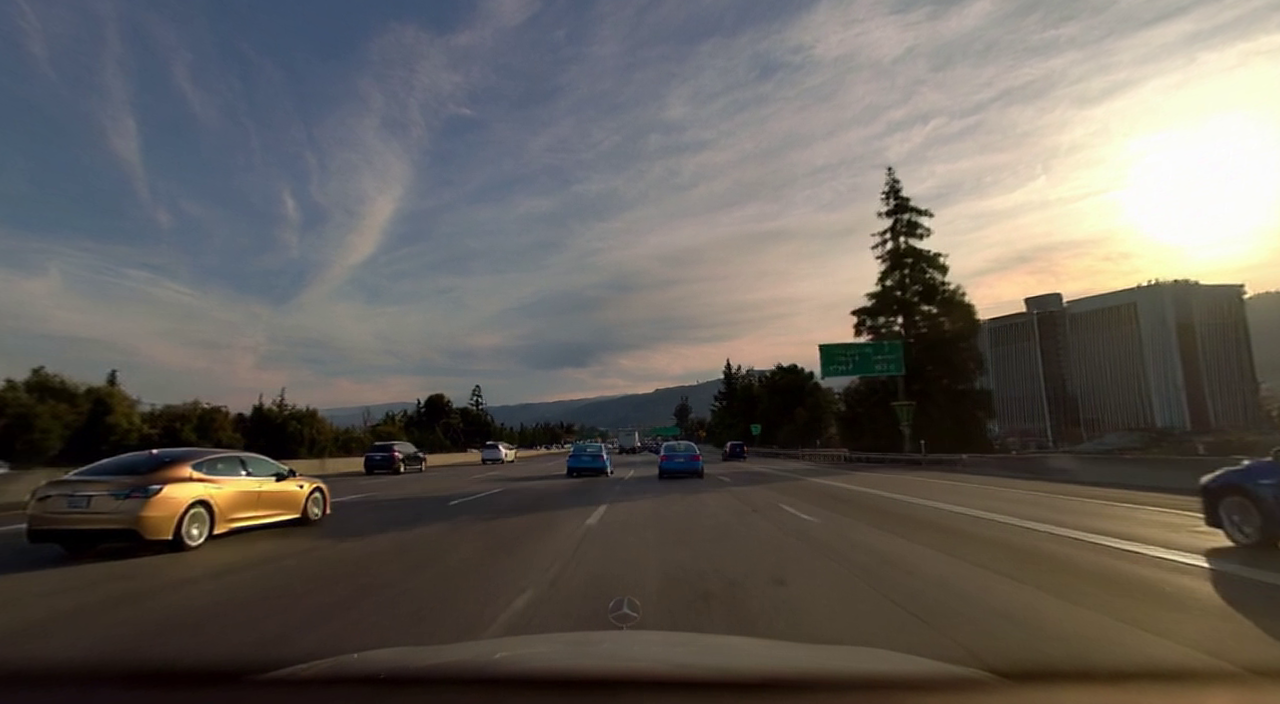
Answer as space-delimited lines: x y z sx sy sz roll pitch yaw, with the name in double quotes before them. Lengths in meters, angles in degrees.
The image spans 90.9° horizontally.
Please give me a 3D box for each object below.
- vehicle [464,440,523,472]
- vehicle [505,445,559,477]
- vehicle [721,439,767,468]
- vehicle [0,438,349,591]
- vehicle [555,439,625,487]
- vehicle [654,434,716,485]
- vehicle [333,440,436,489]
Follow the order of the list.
"vehicle" -8.920 6.359 38.849 2.186 1.851 5.085 -1 -8 3
"vehicle" -5.432 5.510 32.164 1.886 1.455 4.148 -1 -8 2
"vehicle" 6.545 6.414 40.059 2.071 1.754 4.484 0 -8 -1
"vehicle" -6.224 1.948 8.606 2.116 1.473 4.644 -1 -8 2
"vehicle" -1.773 4.097 23.714 2.102 1.624 4.257 -1 -8 3
"vehicle" 1.605 4.023 23.943 2.114 1.715 4.136 -1 -8 1
"vehicle" -9.561 4.225 24.042 1.947 1.683 4.331 -1 -8 3
